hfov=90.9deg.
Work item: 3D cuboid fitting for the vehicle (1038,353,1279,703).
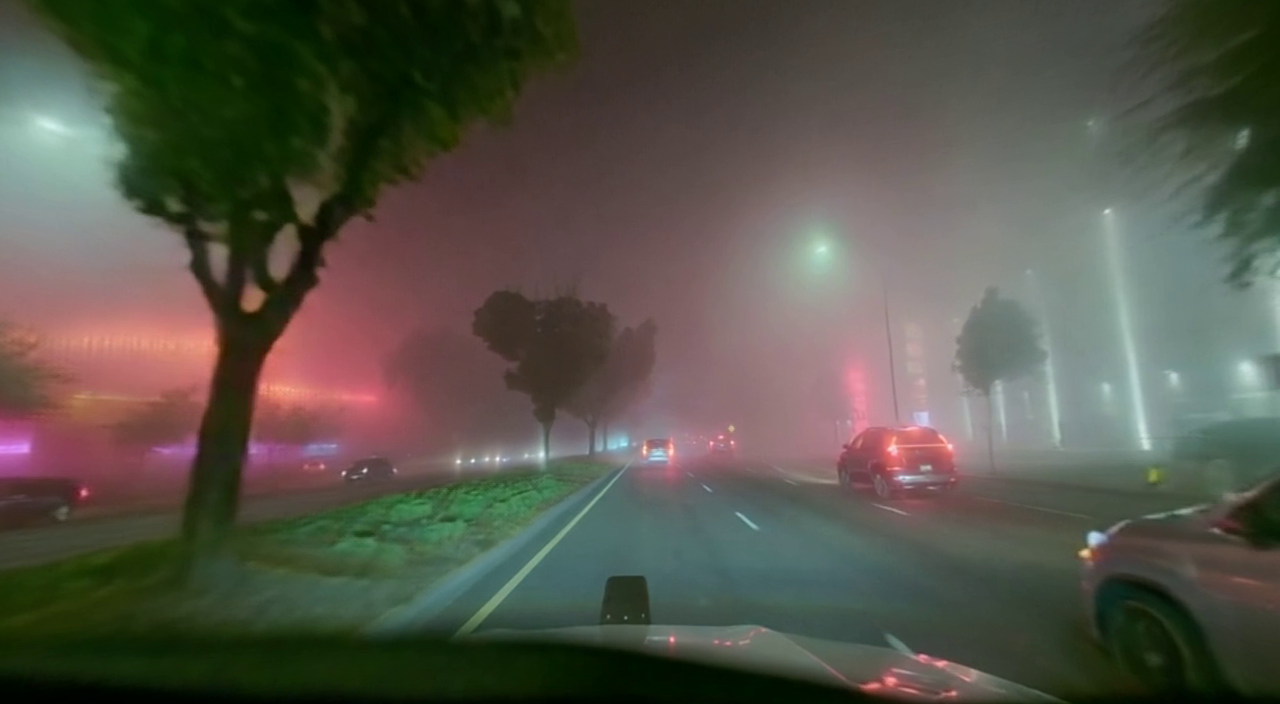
[{"bbox_3d":[3.196,0.642,1.086,1.931,1.591,4.708,0,-8,0],"label":"vehicle"}]

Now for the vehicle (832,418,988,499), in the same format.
[{"bbox_3d":[6.794,2.740,16.571,1.963,1.783,4.722,0,-8,0],"label":"vehicle"}]

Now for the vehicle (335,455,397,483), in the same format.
[{"bbox_3d":[-18.068,7.721,41.845,1.947,1.609,4.589,0,-8,1],"label":"vehicle"}]

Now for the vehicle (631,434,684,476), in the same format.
[{"bbox_3d":[0.720,4.447,27.468,2.125,1.669,3.880,0,-8,0],"label":"vehicle"}]
